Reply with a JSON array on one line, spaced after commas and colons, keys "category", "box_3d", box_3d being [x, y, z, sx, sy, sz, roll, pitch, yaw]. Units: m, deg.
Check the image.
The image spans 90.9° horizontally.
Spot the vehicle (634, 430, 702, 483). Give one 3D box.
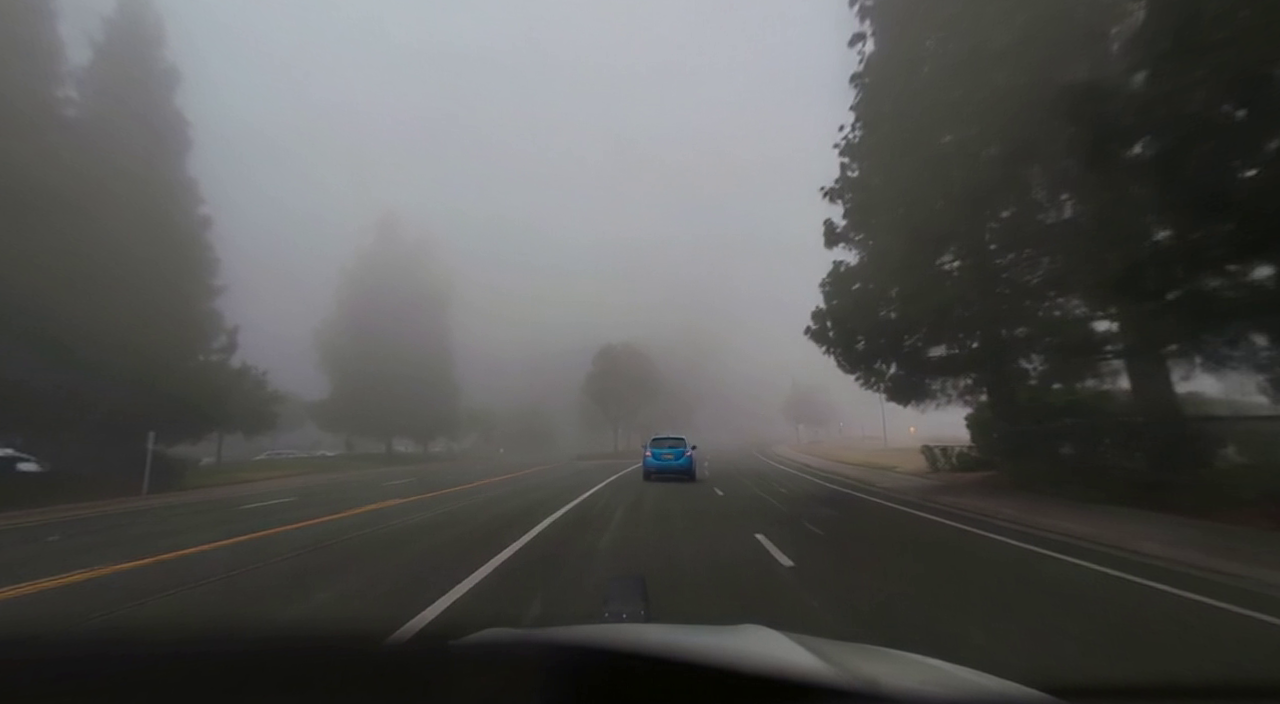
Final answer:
[{"category": "vehicle", "box_3d": [0.963, 3.360, 20.580, 2.010, 1.535, 3.735, -1, -8, 4]}]
